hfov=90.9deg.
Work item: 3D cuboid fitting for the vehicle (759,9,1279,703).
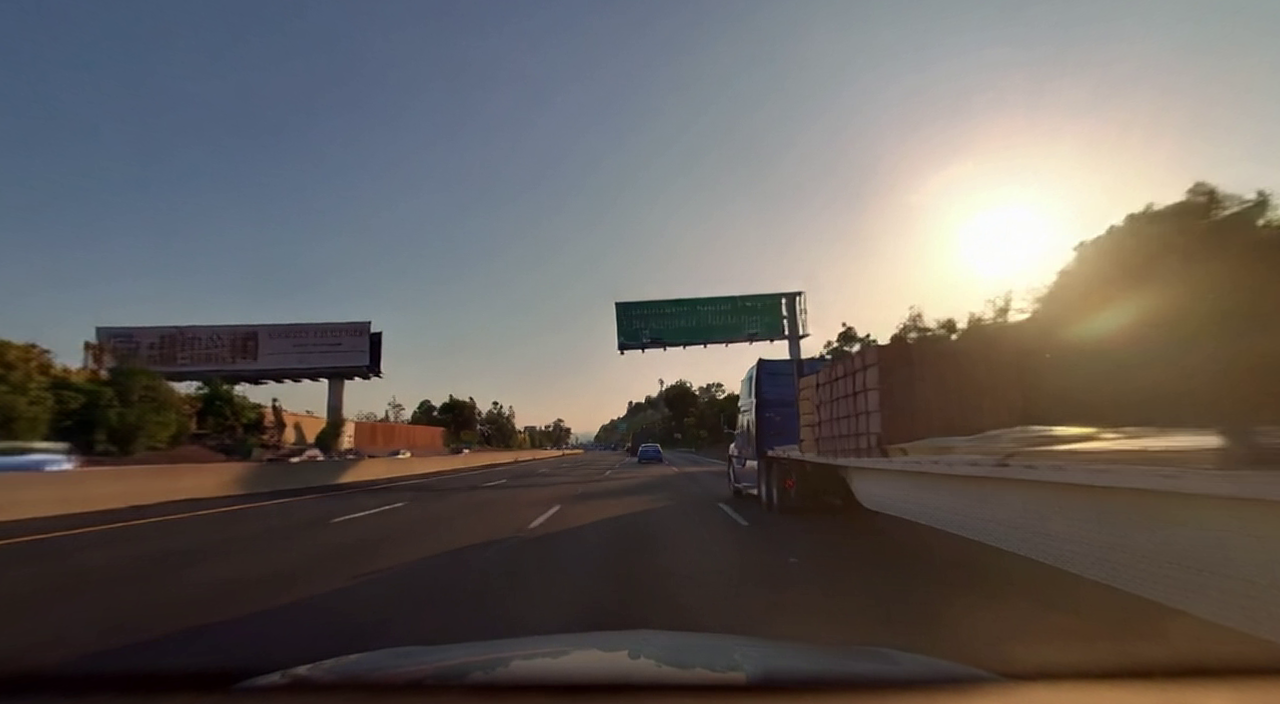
[{"bbox_3d":[4.259,0.590,5.928,2.917,3.179,18.723,0,-8,1],"label":"vehicle"}]

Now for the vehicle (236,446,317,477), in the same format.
[{"bbox_3d":[-21.590,6.502,37.727,1.992,1.665,4.678,0,-8,1],"label":"vehicle"}]

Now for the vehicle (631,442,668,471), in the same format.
[{"bbox_3d":[0.516,5.994,36.445,2.042,1.528,4.300,0,-8,0],"label":"vehicle"}]
